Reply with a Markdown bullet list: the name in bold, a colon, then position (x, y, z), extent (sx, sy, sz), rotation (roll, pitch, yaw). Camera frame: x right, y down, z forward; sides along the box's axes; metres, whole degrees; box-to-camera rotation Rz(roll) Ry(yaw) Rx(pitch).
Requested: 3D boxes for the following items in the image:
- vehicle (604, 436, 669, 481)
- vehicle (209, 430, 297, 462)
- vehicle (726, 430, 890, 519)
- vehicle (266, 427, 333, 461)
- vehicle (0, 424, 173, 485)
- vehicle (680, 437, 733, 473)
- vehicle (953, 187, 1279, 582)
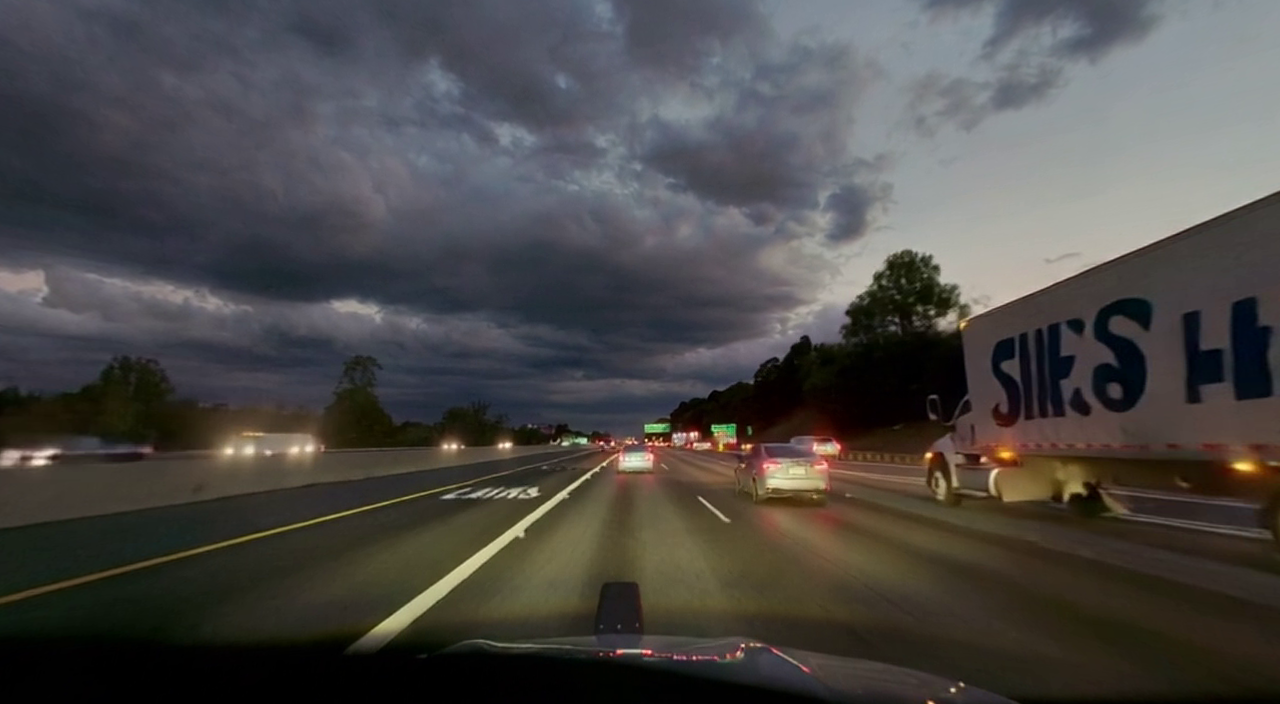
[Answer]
- **vehicle**: position (-0.143, 3.786, 22.707), extent (2.098, 1.475, 3.997), rotation (0, -8, -1)
- **vehicle**: position (-25.978, 6.376, 42.755), extent (2.324, 2.010, 5.937), rotation (0, -8, -1)
- **vehicle**: position (3.216, 2.466, 13.301), extent (1.993, 1.504, 4.781), rotation (0, -8, -2)
- **vehicle**: position (-26.162, 7.117, 48.776), extent (2.546, 2.417, 4.759), rotation (0, -8, -1)
- **vehicle**: position (-17.690, 3.215, 20.110), extent (2.149, 1.701, 4.541), rotation (0, -8, -1)
- **vehicle**: position (2.936, 4.656, 28.758), extent (1.856, 1.517, 4.198), rotation (0, -8, -2)
- **vehicle**: position (7.360, 0.520, 7.354), extent (2.799, 3.655, 8.627), rotation (0, -9, -1)
